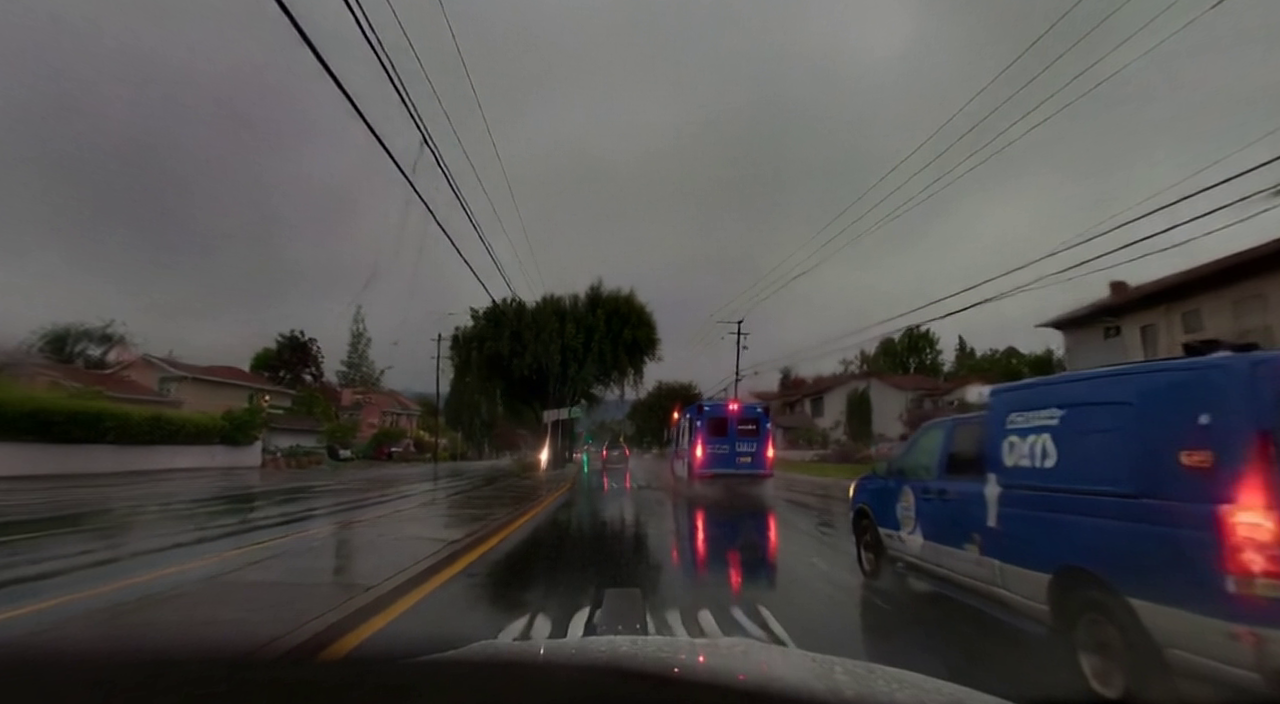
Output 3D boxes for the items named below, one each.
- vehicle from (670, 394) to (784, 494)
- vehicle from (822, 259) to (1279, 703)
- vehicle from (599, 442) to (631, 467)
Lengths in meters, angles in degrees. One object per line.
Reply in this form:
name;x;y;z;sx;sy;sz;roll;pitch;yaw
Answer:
vehicle;2.499;2.881;19.969;2.406;2.687;5.521;0;-8;-4
vehicle;3.066;0.957;4.023;2.194;1.922;4.822;0;-8;-2
vehicle;-1.845;7.410;45.929;2.114;1.707;3.725;1;-8;-6
